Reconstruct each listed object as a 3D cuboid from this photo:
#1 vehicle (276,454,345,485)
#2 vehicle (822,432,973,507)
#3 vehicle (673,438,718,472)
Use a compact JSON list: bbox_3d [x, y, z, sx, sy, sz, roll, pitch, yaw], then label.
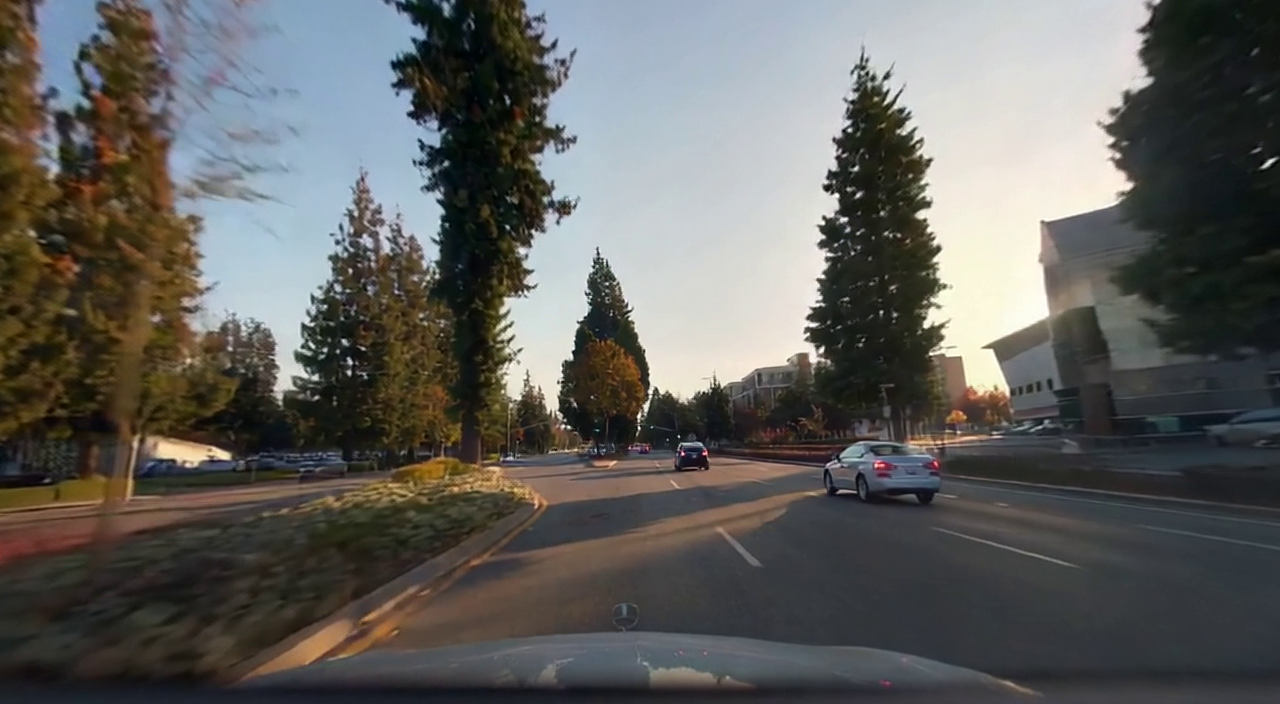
[{"bbox_3d":[-21.726,7.745,41.885,2.050,1.890,4.582,0,-9,1],"label":"vehicle"},{"bbox_3d":[6.274,2.897,16.024,2.000,1.618,4.238,0,-9,0],"label":"vehicle"},{"bbox_3d":[3.143,5.933,36.561,2.095,1.759,4.862,0,-9,-1],"label":"vehicle"}]
